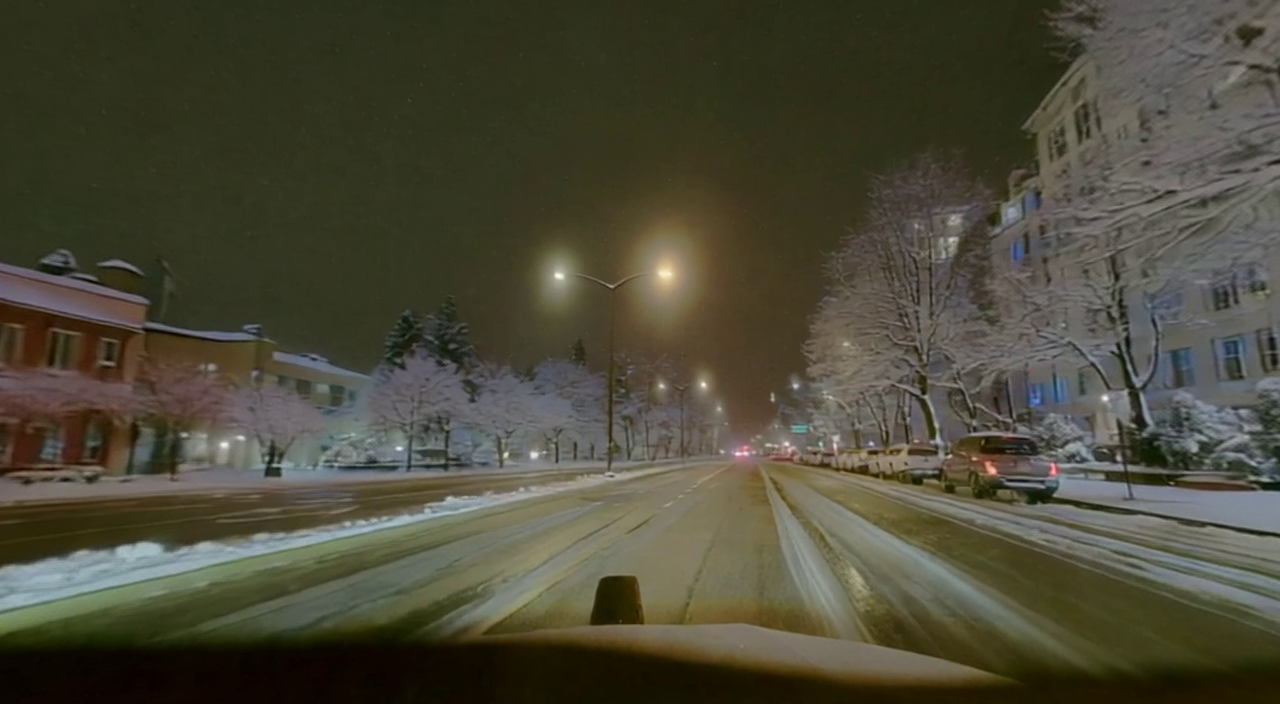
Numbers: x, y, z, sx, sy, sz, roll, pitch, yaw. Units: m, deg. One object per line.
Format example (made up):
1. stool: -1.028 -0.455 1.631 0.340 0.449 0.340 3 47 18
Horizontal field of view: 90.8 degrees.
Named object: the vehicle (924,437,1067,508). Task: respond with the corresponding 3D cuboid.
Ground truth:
1. vehicle: 10.465 3.527 19.079 2.152 1.869 4.476 -1 -8 8
